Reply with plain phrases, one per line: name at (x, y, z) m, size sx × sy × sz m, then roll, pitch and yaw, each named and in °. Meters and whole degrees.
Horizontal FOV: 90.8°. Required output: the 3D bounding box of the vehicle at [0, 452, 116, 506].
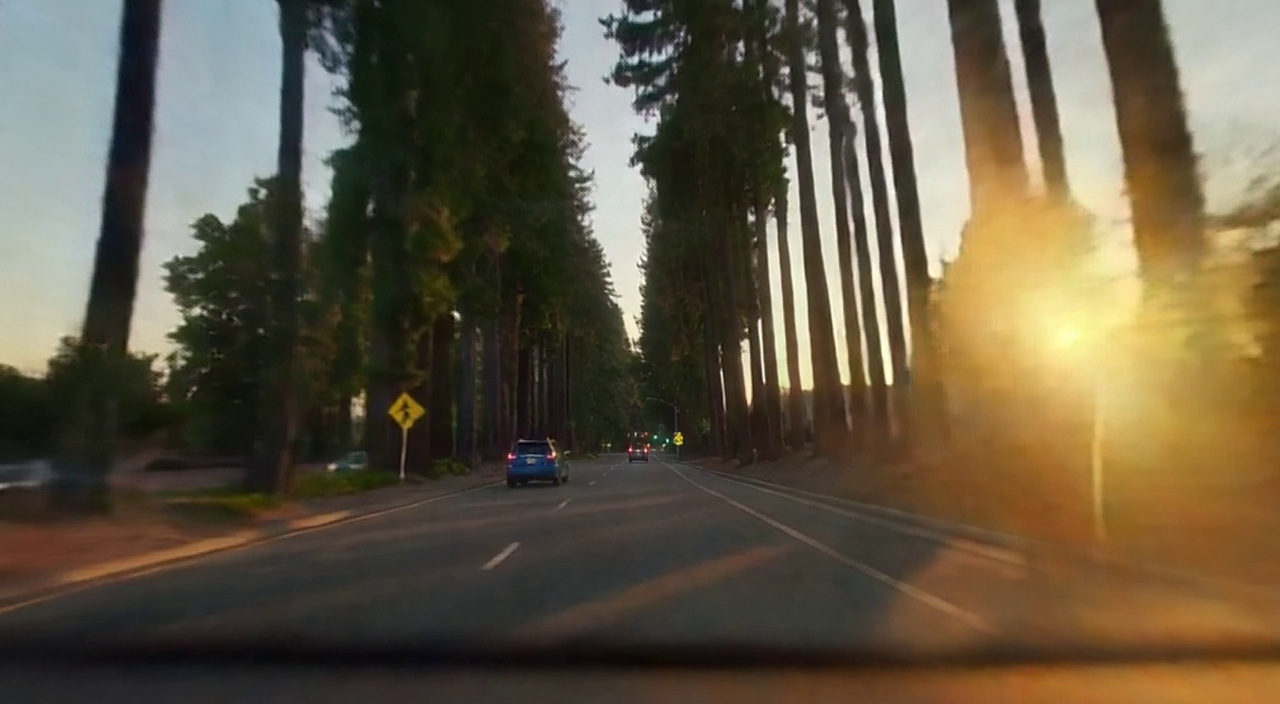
vehicle at (-20.931, 4.298, 21.850) m, size 1.875 × 1.602 × 4.317 m, roll 0°, pitch -8°, yaw 0°

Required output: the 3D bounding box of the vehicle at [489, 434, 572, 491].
vehicle at (-3.627, 3.750, 21.785) m, size 2.078 × 1.748 × 4.279 m, roll 0°, pitch -8°, yaw 1°
